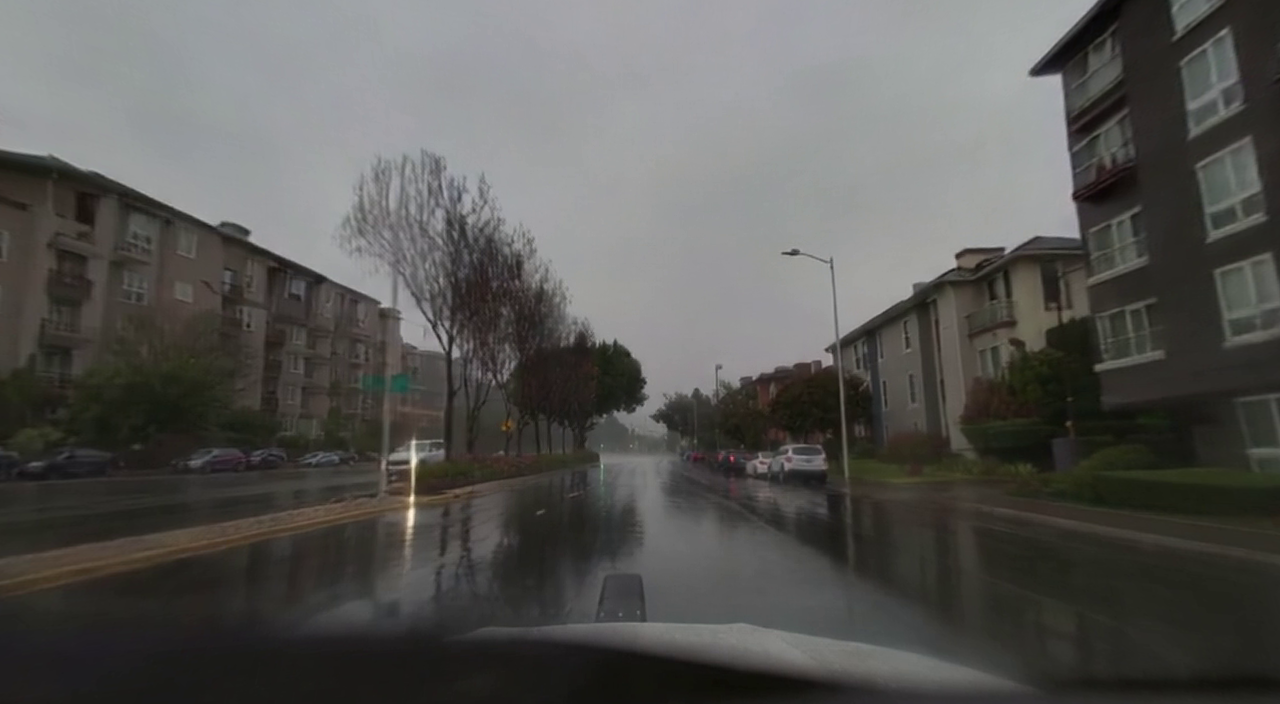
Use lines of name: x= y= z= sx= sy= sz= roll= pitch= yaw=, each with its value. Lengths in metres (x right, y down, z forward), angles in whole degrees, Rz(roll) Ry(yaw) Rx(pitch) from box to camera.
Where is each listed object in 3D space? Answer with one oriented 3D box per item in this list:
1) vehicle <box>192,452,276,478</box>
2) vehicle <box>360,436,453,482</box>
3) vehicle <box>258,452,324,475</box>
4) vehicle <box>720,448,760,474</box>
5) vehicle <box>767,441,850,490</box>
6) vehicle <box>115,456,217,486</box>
vehicle: x=-25.556 y=7.090 z=39.852 sx=1.939 sy=1.514 sz=4.793 roll=0 pitch=-9 yaw=3
vehicle: x=-11.796 y=5.451 z=32.448 sx=2.445 sy=2.105 sz=5.995 roll=0 pitch=-9 yaw=0
vehicle: x=-25.225 y=8.054 z=45.702 sx=1.909 sy=1.579 sz=4.744 roll=0 pitch=-9 yaw=2
vehicle: x=6.848 y=7.485 z=43.575 sx=2.078 sy=1.699 sz=4.292 roll=0 pitch=-9 yaw=0
vehicle: x=7.100 y=4.831 z=27.156 sx=2.241 sy=1.877 sz=4.810 roll=0 pitch=-9 yaw=0
vehicle: x=-25.728 y=6.448 z=34.414 sx=1.931 sy=1.427 sz=4.578 roll=0 pitch=-9 yaw=1
